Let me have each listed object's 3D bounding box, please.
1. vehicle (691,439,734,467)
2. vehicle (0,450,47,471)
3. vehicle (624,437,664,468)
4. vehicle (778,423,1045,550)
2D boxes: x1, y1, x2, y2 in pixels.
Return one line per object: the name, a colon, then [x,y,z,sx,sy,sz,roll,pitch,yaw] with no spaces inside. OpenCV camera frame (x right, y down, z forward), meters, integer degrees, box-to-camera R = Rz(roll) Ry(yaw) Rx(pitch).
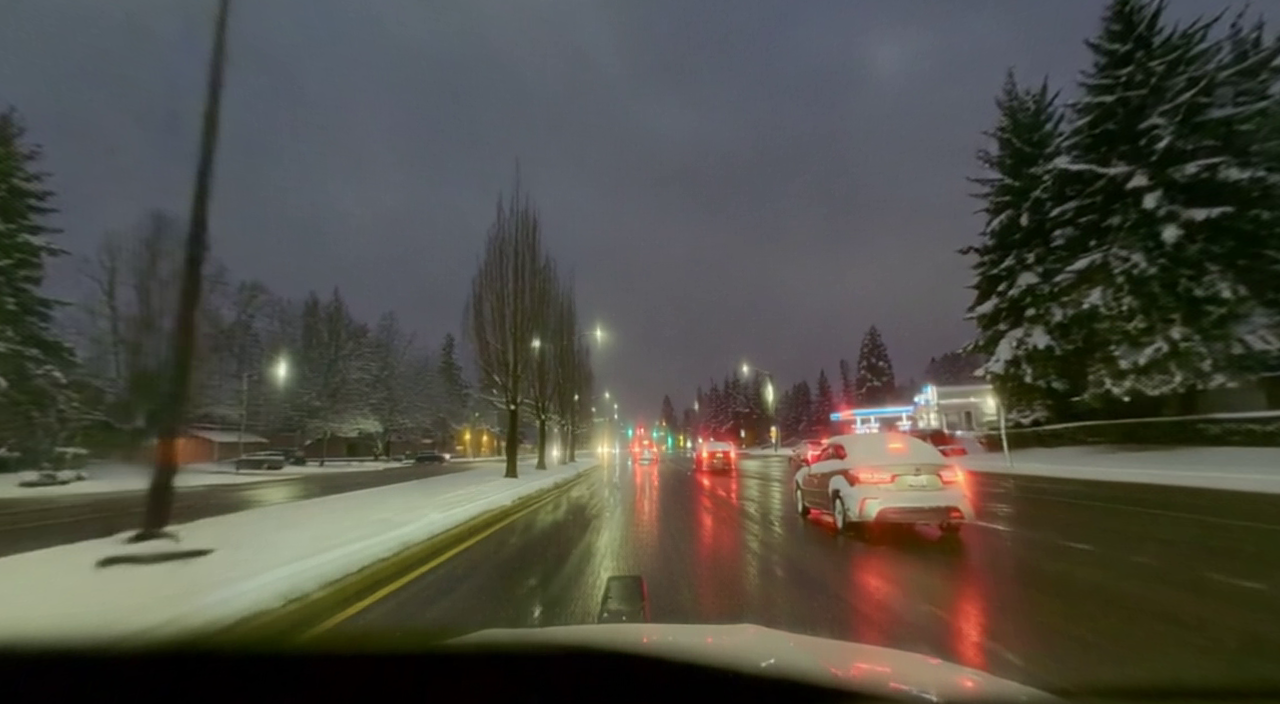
vehicle: [4.195,5.926,36.960,1.980,1.515,4.362,0,-9,-1]
vehicle: [-46.461,7.903,45.822,4.234,1.475,1.929,0,-9,0]
vehicle: [0.238,5.877,36.812,2.172,1.694,4.055,0,-9,0]
vehicle: [3.804,1.981,10.000,2.119,1.509,4.756,0,-9,0]
